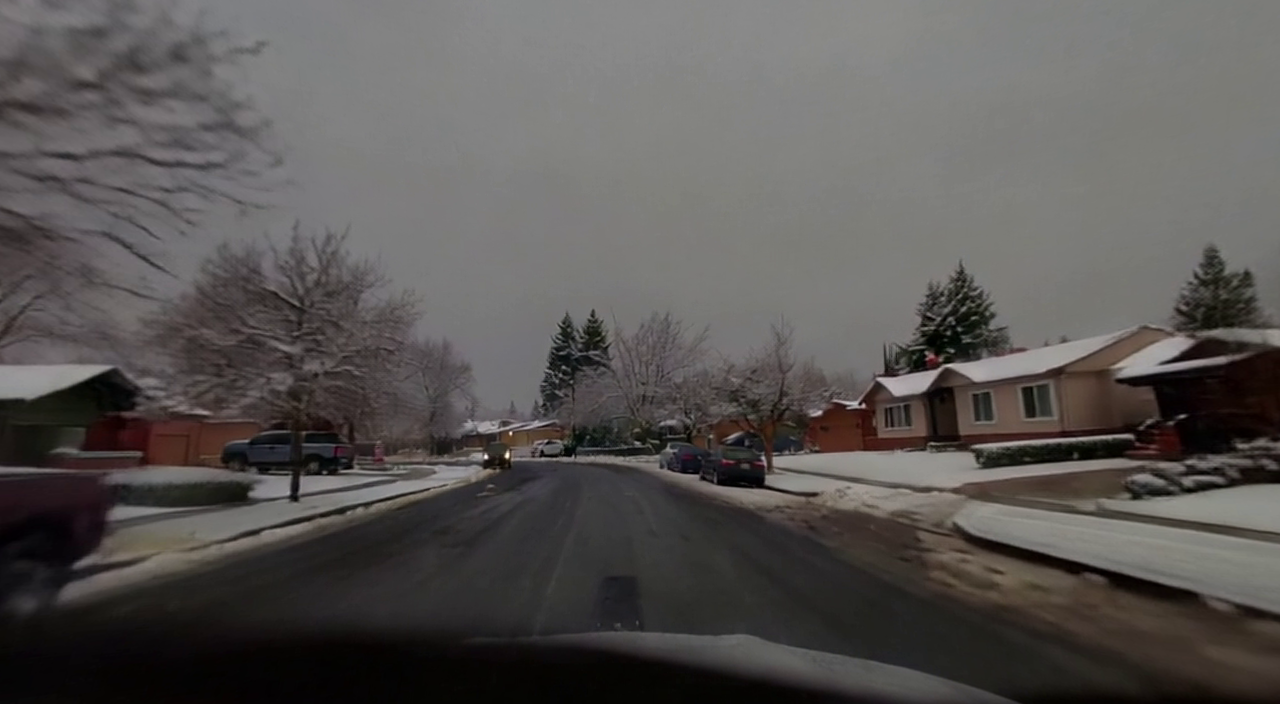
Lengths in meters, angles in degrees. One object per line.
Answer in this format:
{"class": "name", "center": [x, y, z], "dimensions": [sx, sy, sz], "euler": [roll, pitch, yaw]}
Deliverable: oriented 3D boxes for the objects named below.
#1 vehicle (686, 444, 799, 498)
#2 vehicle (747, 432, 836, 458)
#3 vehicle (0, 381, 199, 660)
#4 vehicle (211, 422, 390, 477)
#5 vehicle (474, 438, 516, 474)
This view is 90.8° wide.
{"class": "vehicle", "center": [3.016, 3.631, 19.831], "dimensions": [1.984, 1.437, 4.726], "euler": [0, -8, -11]}
{"class": "vehicle", "center": [9.154, 5.649, 38.285], "dimensions": [4.940, 1.477, 2.015], "euler": [3, -8, -21]}
{"class": "vehicle", "center": [-5.375, 1.046, 3.735], "dimensions": [2.215, 1.859, 4.765], "euler": [1, -8, -3]}
{"class": "vehicle", "center": [-13.736, 3.988, 26.094], "dimensions": [6.197, 1.824, 2.113], "euler": [0, -9, -19]}
{"class": "vehicle", "center": [-8.242, 5.842, 35.734], "dimensions": [1.976, 1.855, 4.299], "euler": [3, -8, -16]}
